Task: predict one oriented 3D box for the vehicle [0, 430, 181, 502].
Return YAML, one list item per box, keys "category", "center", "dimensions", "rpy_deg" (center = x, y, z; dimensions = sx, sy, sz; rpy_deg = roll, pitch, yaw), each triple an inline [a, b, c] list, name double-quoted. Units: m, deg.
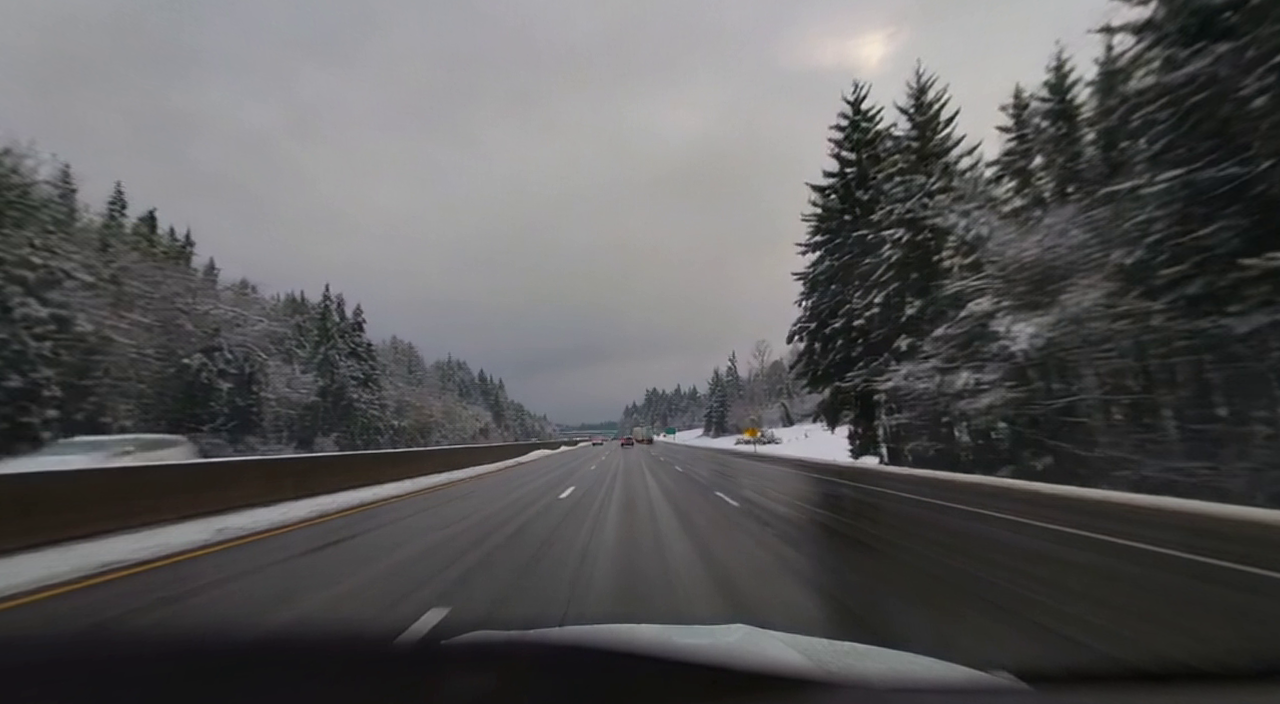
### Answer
- category: "vehicle"
  center: [-12.720, 2.535, 14.442]
  dimensions: [1.855, 1.437, 3.463]
  rpy_deg: [0, -8, -2]
